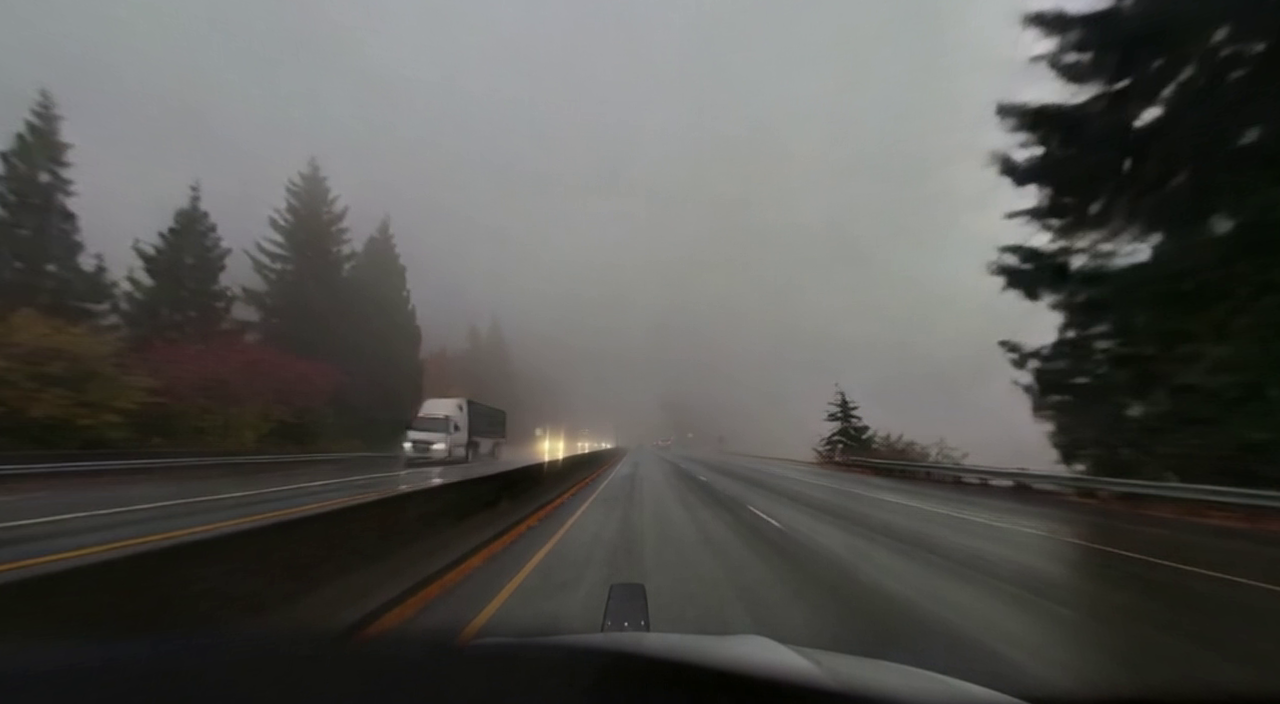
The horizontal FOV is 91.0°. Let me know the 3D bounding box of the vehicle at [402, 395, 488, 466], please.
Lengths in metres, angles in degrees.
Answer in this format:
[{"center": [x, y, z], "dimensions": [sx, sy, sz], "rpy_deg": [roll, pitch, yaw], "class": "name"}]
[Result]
[{"center": [-11.048, 4.585, 36.285], "dimensions": [2.946, 3.741, 5.919], "rpy_deg": [0, -8, 0], "class": "vehicle"}]
